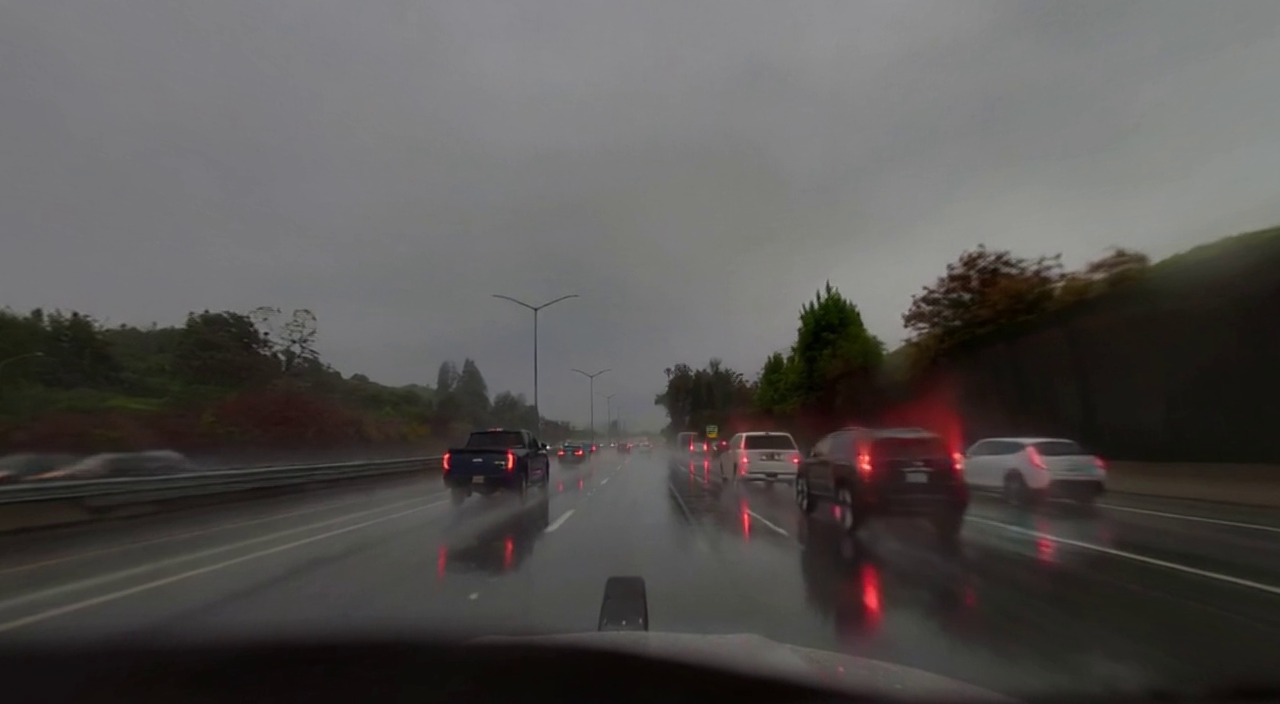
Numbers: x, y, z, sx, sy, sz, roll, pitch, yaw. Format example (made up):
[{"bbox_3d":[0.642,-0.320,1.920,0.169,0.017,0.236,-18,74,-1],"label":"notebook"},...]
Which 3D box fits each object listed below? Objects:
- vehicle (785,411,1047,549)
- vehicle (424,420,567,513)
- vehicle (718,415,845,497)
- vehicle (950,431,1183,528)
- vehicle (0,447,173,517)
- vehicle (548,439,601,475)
[{"bbox_3d":[3.976,1.931,10.274,2.023,1.670,4.869,0,-8,0],"label":"vehicle"},{"bbox_3d":[-3.064,2.566,14.595,2.139,1.764,4.707,-1,-8,1],"label":"vehicle"},{"bbox_3d":[3.906,3.024,18.713,2.395,2.017,5.709,0,-8,0],"label":"vehicle"},{"bbox_3d":[7.405,2.207,11.465,1.682,1.455,3.630,-1,-8,0],"label":"vehicle"},{"bbox_3d":[-15.973,3.545,17.824,1.947,1.648,4.637,-1,-8,1],"label":"vehicle"},{"bbox_3d":[-3.155,5.146,31.316,1.974,1.589,5.047,-1,-8,1],"label":"vehicle"}]
